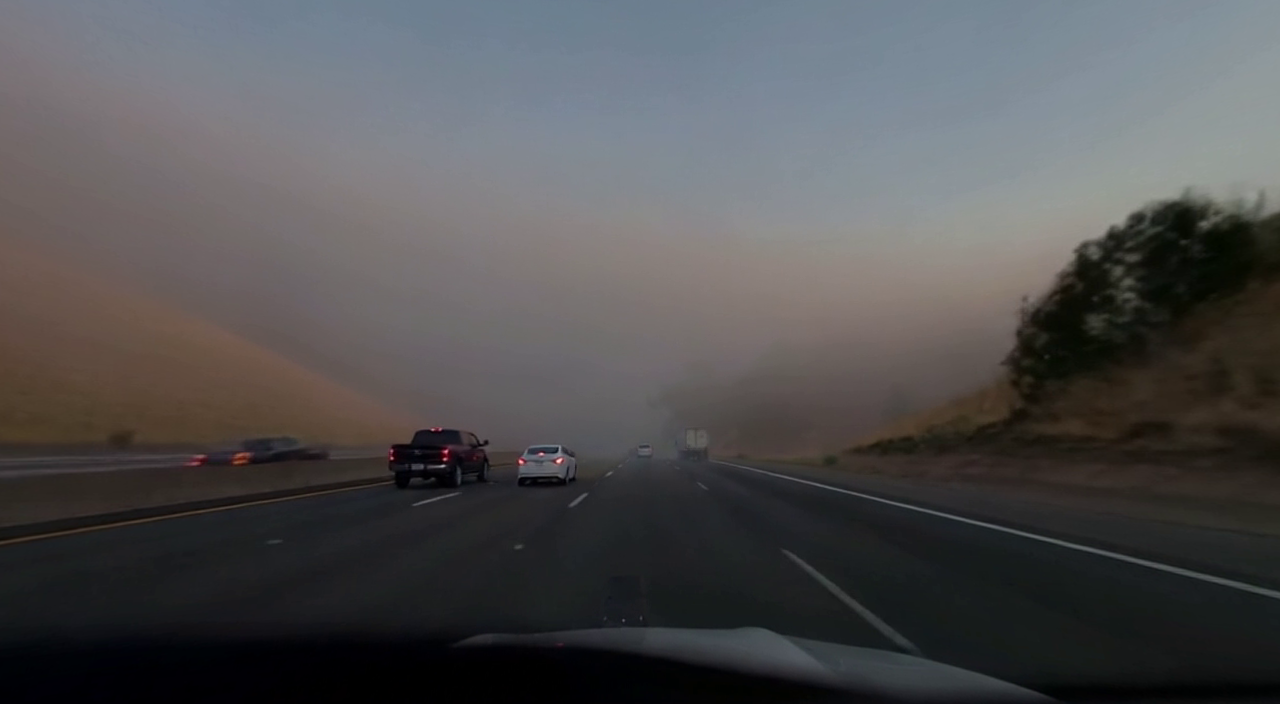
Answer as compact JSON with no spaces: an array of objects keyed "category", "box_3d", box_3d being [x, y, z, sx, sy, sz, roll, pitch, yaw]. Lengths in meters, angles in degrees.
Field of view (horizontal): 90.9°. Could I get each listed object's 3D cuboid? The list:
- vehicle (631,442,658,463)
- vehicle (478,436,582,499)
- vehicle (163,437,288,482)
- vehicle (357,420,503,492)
[{"category":"vehicle","box_3d":[0.316,7.899,49.510,2.031,1.566,3.904,0,-9,0]},{"category":"vehicle","box_3d":[-2.987,3.250,18.199,2.091,1.552,4.516,0,-9,2]},{"category":"vehicle","box_3d":[-17.706,4.575,27.326,2.018,1.685,4.883,-1,-7,1]},{"category":"vehicle","box_3d":[-6.745,3.475,21.344,2.589,2.063,6.206,0,-9,2]}]
